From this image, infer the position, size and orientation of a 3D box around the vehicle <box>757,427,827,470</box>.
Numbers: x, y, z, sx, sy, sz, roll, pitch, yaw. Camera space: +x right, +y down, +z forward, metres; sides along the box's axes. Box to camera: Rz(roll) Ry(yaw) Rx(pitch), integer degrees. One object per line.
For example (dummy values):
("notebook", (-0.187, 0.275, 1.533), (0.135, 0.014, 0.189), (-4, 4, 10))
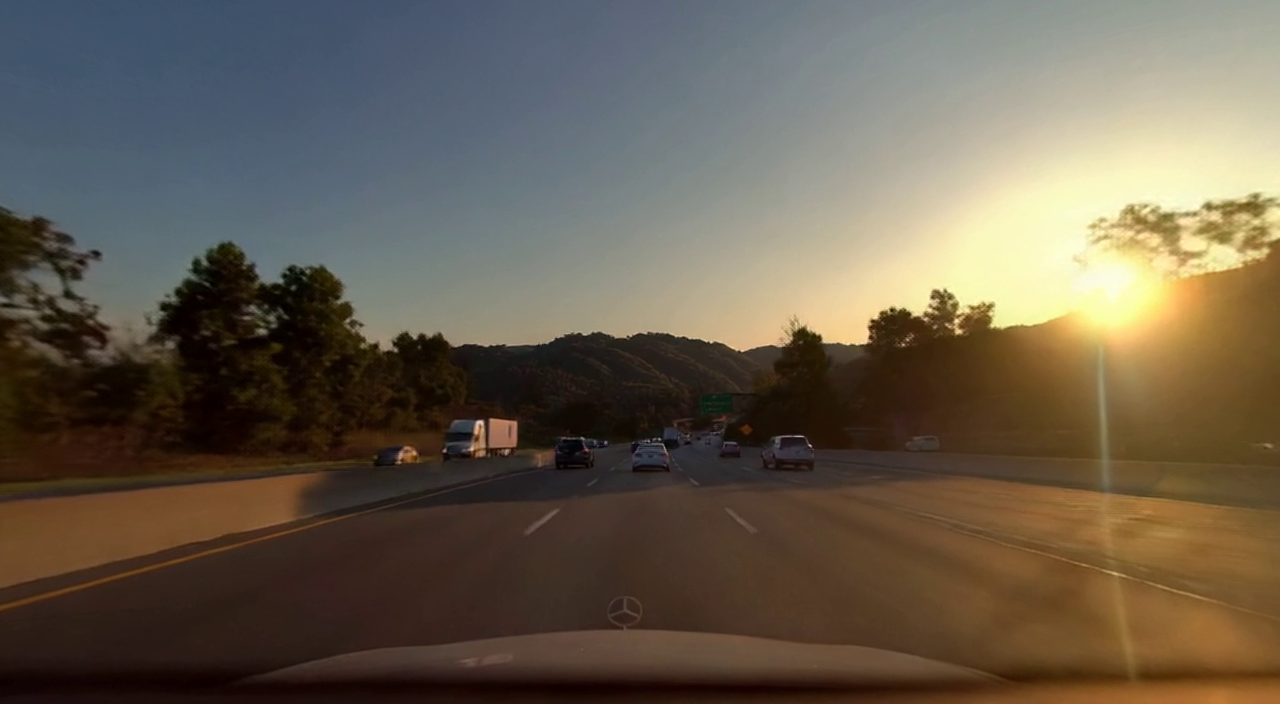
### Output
("vehicle", (7.237, 4.686, 30.699), (2.094, 1.916, 5.099), (0, -8, 0))

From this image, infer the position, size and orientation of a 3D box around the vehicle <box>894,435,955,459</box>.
("vehicle", (21.155, 7.105, 47.140), (1.912, 1.652, 4.601), (1, -8, -8))

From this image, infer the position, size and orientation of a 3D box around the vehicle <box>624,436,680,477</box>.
("vehicle", (0.437, 4.184, 25.509), (2.071, 1.464, 4.162), (0, -8, 0))

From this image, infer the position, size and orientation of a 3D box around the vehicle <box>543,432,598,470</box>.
("vehicle", (-3.320, 4.832, 31.079), (2.140, 1.720, 4.410), (0, -8, 1))

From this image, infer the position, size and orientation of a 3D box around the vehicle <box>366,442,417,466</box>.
("vehicle", (-19.431, 7.960, 49.451), (1.973, 1.775, 4.772), (0, -8, 1))
